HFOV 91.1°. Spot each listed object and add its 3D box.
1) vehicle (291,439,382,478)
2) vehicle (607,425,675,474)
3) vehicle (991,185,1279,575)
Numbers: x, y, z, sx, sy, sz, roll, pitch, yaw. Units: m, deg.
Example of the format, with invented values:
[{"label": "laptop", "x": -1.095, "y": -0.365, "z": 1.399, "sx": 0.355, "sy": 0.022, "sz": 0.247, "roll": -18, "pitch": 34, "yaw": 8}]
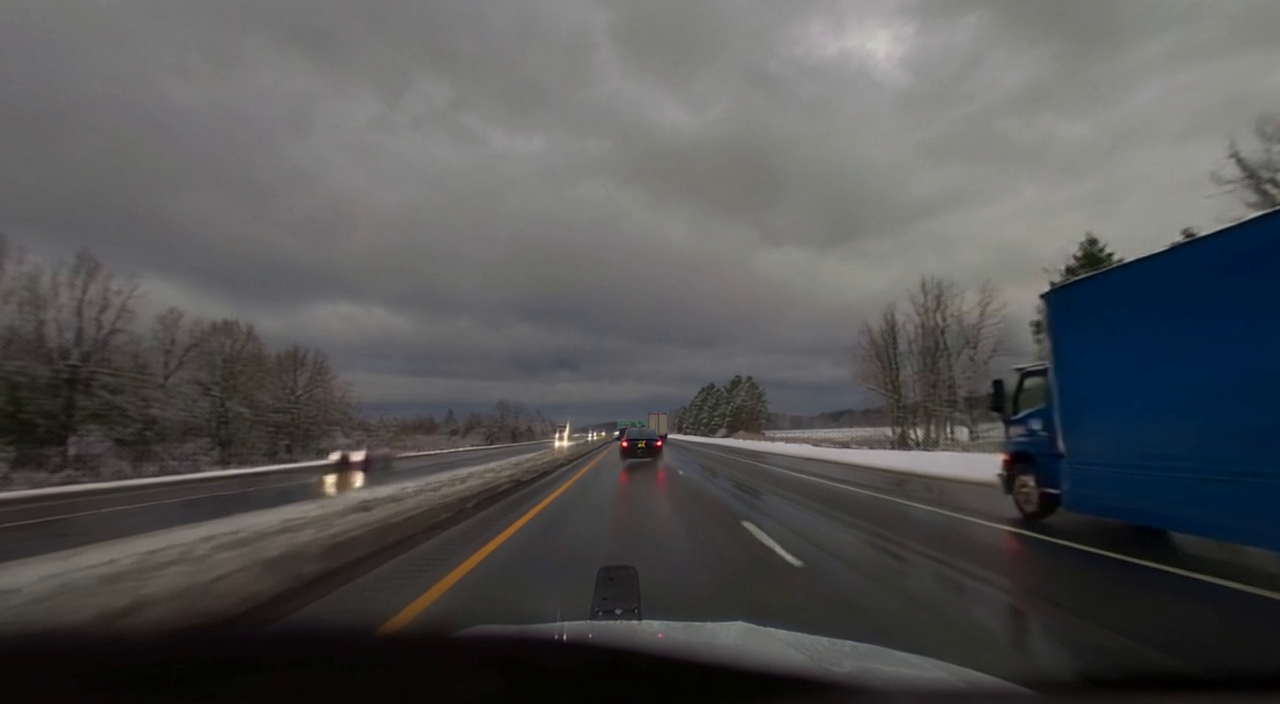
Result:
[{"label": "vehicle", "x": -12.335, "y": 4.310, "z": 25.824, "sx": 1.847, "sy": 1.468, "sz": 3.854, "roll": 0, "pitch": -8, "yaw": -1}, {"label": "vehicle", "x": -0.008, "y": 3.516, "z": 22.946, "sx": 2.216, "sy": 1.623, "sz": 4.220, "roll": 0, "pitch": -8, "yaw": -1}, {"label": "vehicle", "x": 7.520, "y": 0.273, "z": 5.989, "sx": 3.010, "sy": 3.638, "sz": 8.978, "roll": 0, "pitch": -8, "yaw": -1}]
